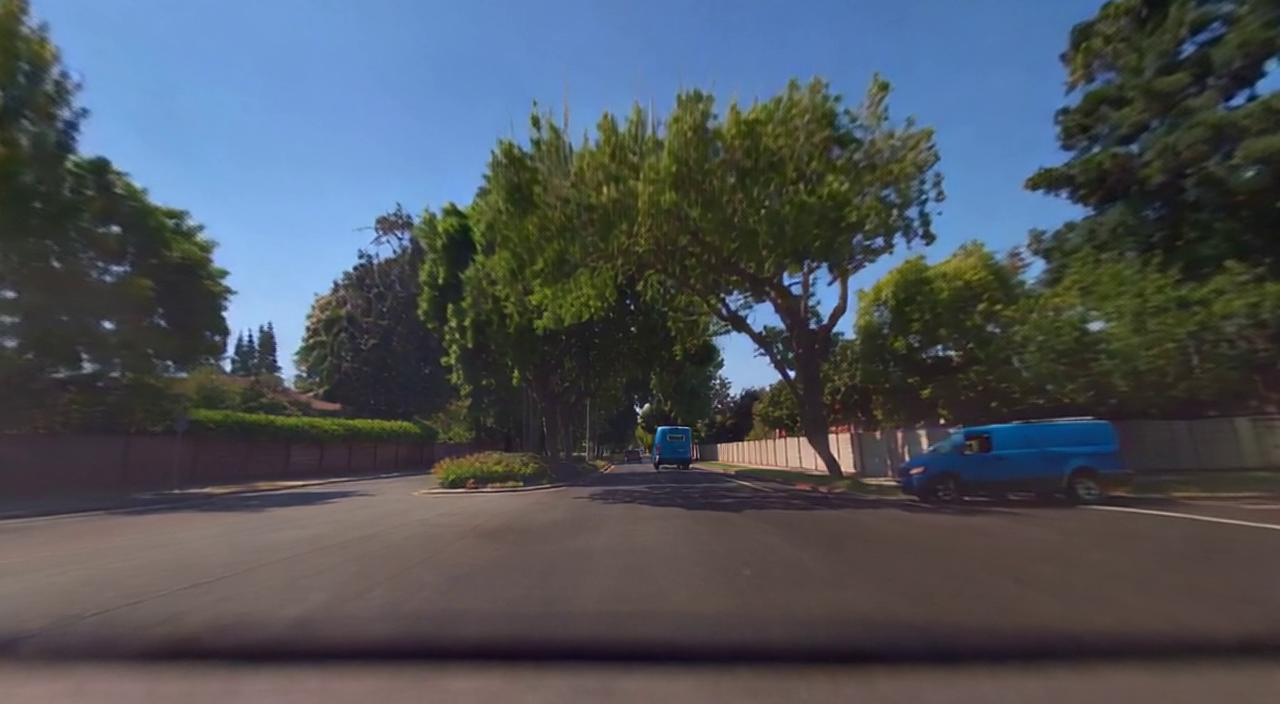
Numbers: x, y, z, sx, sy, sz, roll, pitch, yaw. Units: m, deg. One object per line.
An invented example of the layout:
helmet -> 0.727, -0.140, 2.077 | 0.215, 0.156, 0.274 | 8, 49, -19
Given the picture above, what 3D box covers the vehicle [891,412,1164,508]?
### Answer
vehicle -> 9.170, 2.600, 15.445 | 4.990, 2.142, 2.488 | 0, -8, 1
